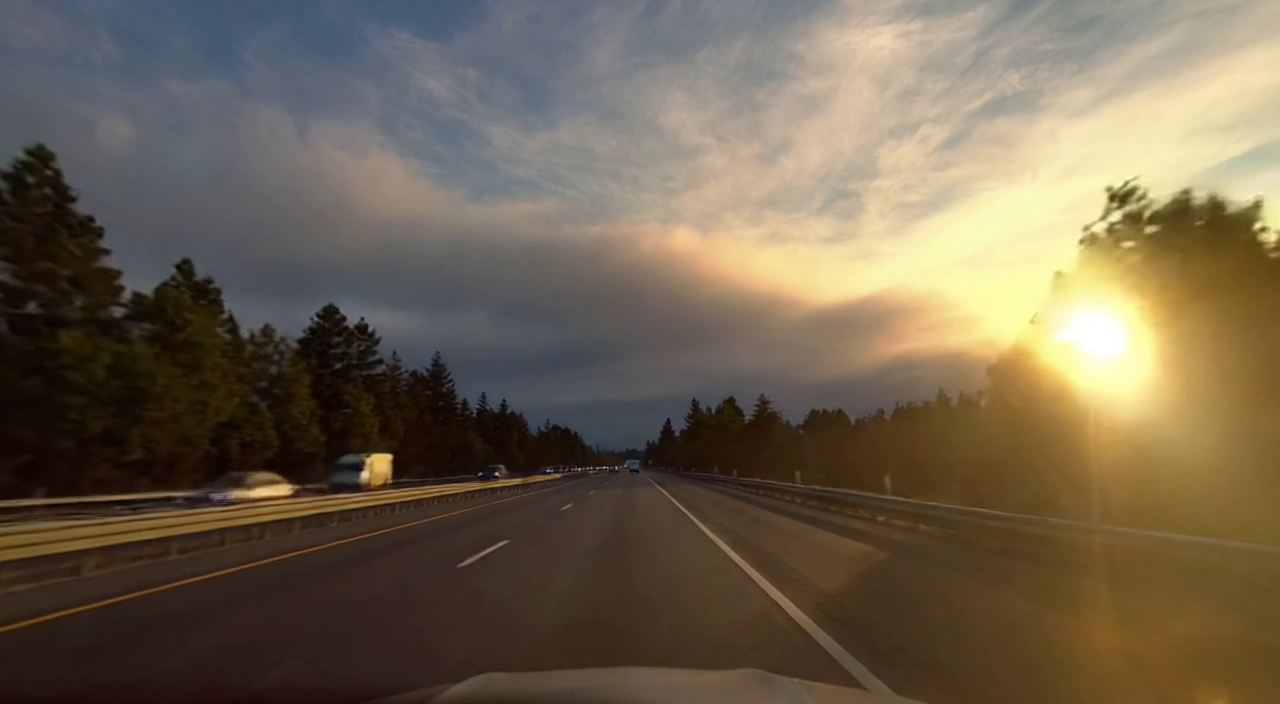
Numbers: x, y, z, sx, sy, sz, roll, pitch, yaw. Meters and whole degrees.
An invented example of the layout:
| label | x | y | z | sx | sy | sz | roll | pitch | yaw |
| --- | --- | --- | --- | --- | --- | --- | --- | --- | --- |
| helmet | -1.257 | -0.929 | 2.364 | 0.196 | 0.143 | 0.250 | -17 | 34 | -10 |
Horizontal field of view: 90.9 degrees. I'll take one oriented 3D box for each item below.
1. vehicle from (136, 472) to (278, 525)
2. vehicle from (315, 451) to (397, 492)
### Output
| label | x | y | z | sx | sy | sz | roll | pitch | yaw |
| --- | --- | --- | --- | --- | --- | --- | --- | --- | --- |
| vehicle | -13.265 | 4.484 | 19.646 | 1.654 | 1.429 | 3.974 | 1 | -11 | -2 |
| vehicle | -17.016 | 7.218 | 38.095 | 2.405 | 2.219 | 5.323 | 1 | -11 | 0 |
